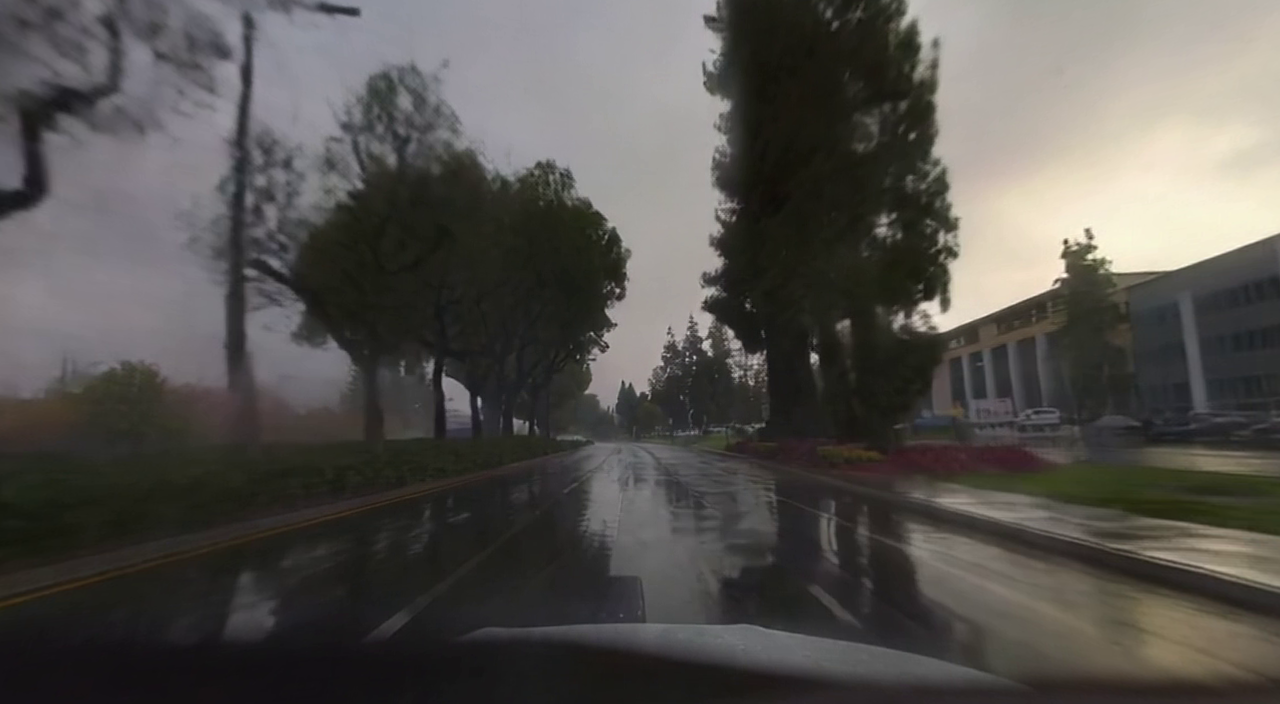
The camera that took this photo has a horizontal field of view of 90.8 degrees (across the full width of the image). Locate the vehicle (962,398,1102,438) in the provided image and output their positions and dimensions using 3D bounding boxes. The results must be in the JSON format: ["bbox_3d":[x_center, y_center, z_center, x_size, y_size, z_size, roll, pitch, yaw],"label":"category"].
[{"bbox_3d":[29.126,4.944,47.166,8.483,2.834,2.843,0,-8,-1],"label":"vehicle"}]
